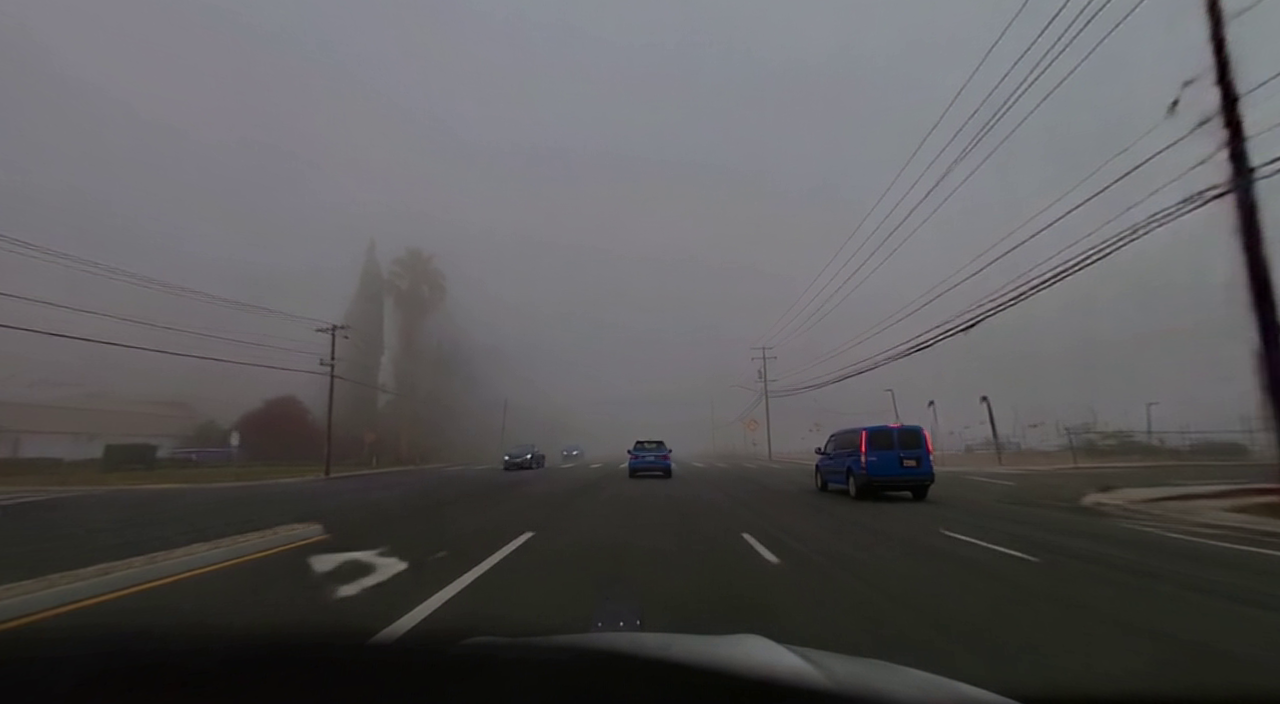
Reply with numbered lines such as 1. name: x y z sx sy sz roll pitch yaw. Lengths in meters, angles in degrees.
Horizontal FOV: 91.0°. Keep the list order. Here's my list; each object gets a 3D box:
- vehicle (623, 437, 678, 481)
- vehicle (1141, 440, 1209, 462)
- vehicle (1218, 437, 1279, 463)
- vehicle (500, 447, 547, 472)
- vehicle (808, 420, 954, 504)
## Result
1. vehicle: 0.409 4.454 26.330 2.138 1.672 4.168 0 -9 0
2. vehicle: 41.725 7.751 49.239 1.779 1.515 4.189 -4 -9 4
3. vehicle: 42.649 6.597 42.611 4.928 1.678 1.971 -1 -9 3
4. vehicle: -7.495 6.990 41.078 2.004 1.535 4.853 0 -9 2
5. vehicle: 6.158 2.876 16.780 2.107 1.928 4.471 0 -9 0
